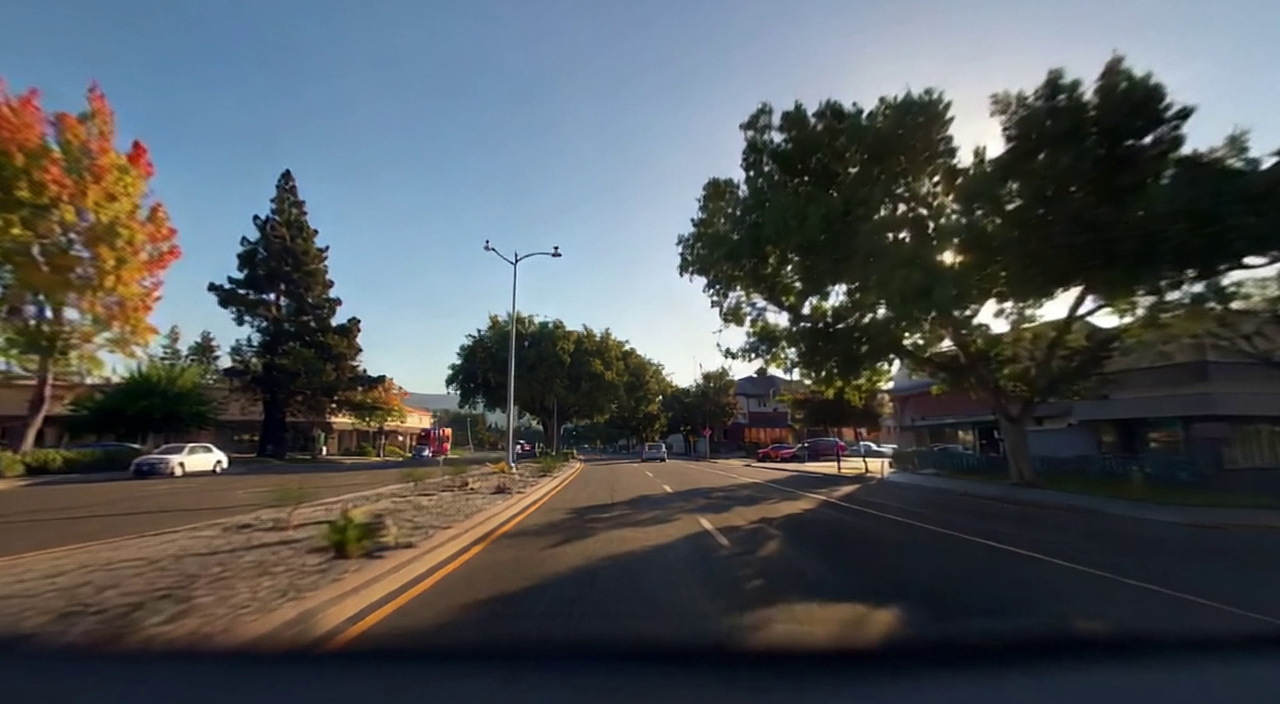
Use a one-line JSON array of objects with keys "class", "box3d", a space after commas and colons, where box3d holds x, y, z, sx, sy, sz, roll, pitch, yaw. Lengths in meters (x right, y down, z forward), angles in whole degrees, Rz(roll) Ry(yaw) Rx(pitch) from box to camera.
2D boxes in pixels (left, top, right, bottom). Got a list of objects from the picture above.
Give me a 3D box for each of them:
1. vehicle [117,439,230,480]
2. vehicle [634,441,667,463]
[{"class": "vehicle", "box3d": [-20.428, 4.721, 27.942, 1.874, 1.651, 4.259, 0, -9, -3]}, {"class": "vehicle", "box3d": [0.706, 7.195, 45.486, 1.913, 1.473, 4.360, 1, -9, -5]}]
